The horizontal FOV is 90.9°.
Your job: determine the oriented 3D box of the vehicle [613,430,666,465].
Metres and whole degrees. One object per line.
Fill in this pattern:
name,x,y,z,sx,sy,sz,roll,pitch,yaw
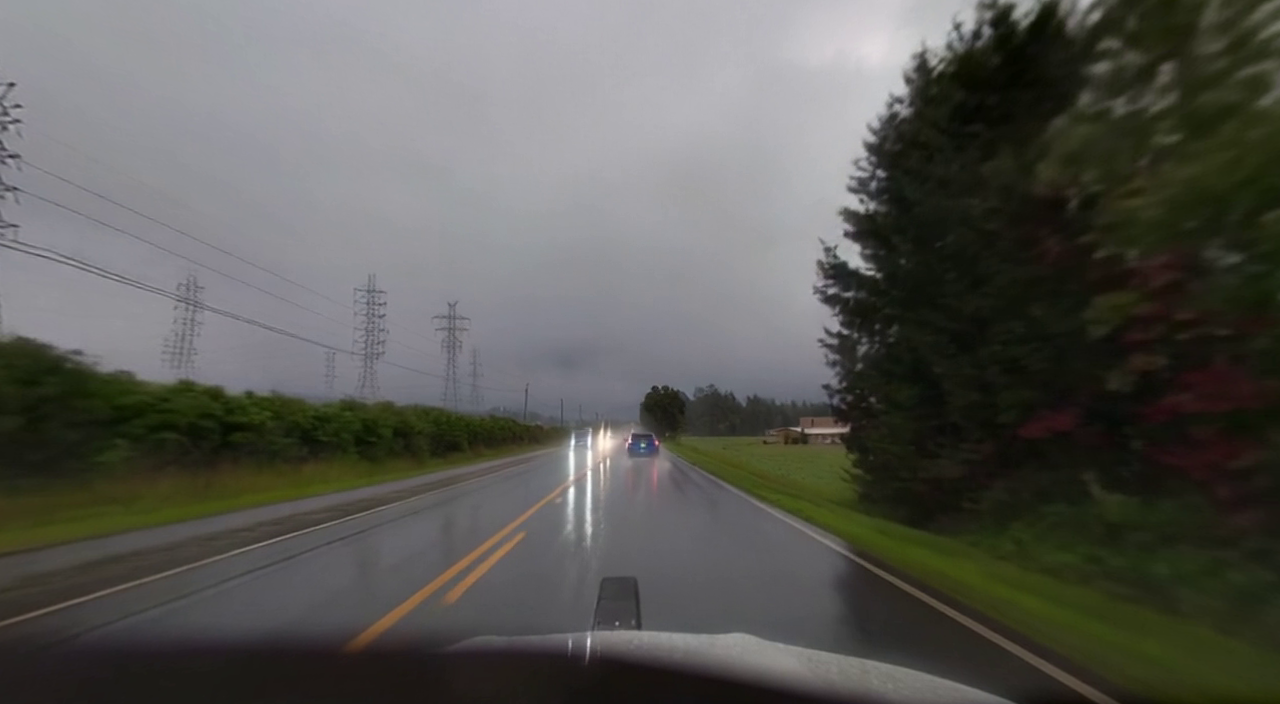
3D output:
vehicle,-0.080,4.344,28.772,2.241,1.471,3.829,0,-8,-2

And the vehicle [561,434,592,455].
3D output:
vehicle,-4.774,7.042,48.147,2.019,1.511,4.290,0,-8,-1
